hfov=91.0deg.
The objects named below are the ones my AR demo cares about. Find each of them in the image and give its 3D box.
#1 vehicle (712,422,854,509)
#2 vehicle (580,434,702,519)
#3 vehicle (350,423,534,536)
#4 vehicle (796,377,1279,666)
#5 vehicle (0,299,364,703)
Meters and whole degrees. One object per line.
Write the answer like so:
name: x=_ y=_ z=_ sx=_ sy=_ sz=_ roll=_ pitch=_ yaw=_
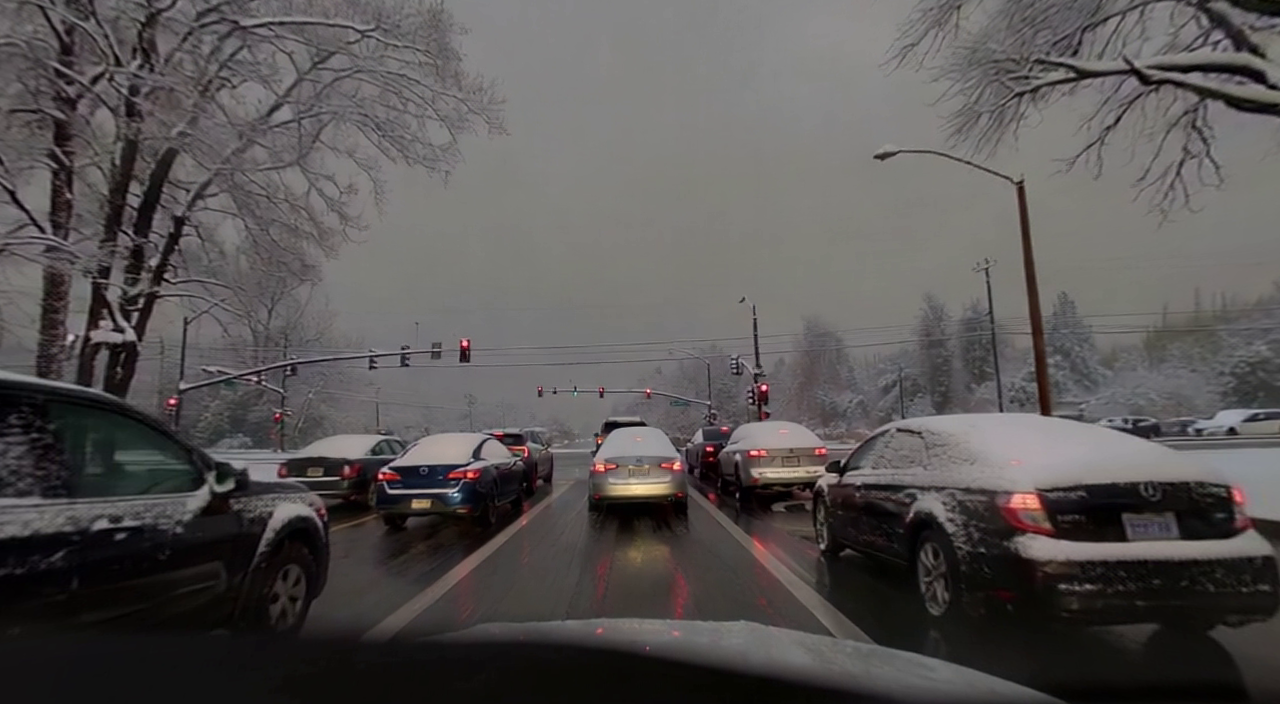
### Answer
vehicle: x=3.004 y=2.497 z=14.283 sx=2.106 sy=1.667 sz=4.101 roll=0 pitch=-8 yaw=-2
vehicle: x=-0.065 y=2.400 z=12.679 sx=2.076 sy=1.438 sz=3.770 roll=0 pitch=-8 yaw=-2
vehicle: x=-3.113 y=2.090 z=10.961 sx=1.896 sy=1.546 sz=4.378 roll=0 pitch=-8 yaw=-2
vehicle: x=3.140 y=1.310 z=5.975 sx=2.074 sy=1.685 sz=4.387 roll=0 pitch=-8 yaw=-2
vehicle: x=-3.226 y=0.792 z=2.695 sx=2.079 sy=1.756 sz=4.676 roll=0 pitch=-8 yaw=-2
